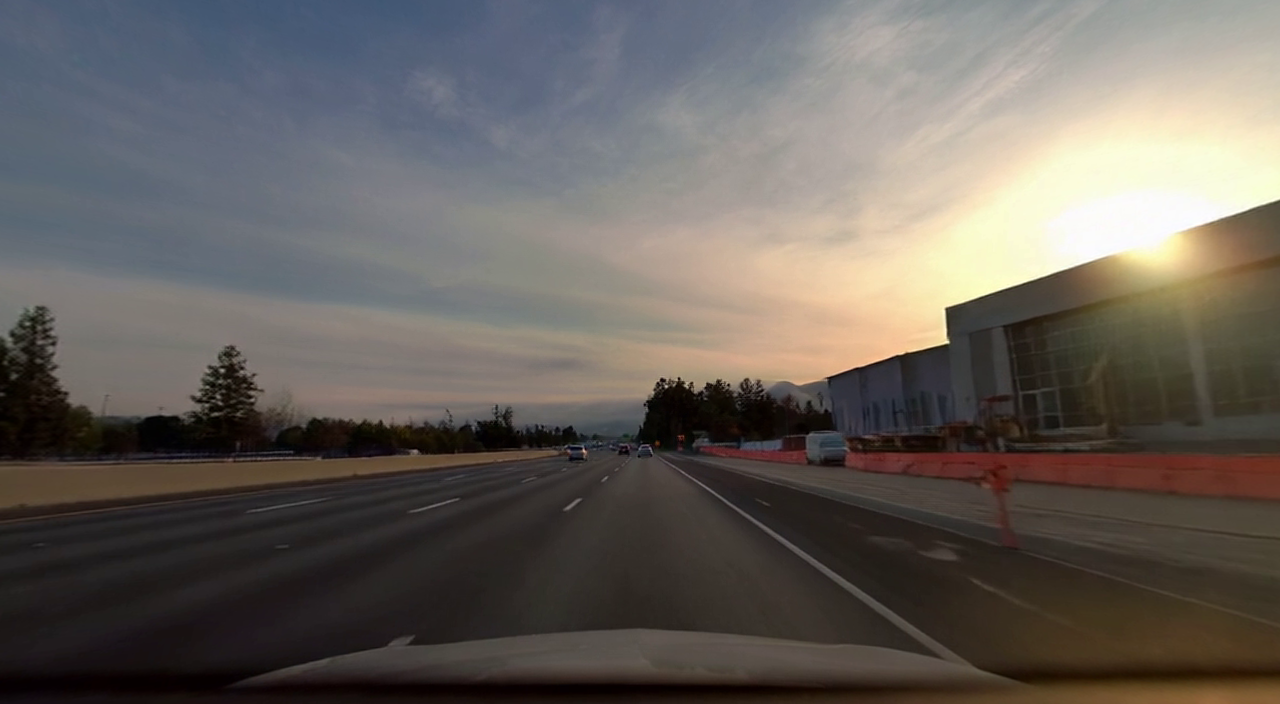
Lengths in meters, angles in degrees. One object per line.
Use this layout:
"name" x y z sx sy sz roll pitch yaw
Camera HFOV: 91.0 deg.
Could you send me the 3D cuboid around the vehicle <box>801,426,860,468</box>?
"vehicle" 14.311 7.223 47.633 2.763 2.805 4.926 -2 -10 0
